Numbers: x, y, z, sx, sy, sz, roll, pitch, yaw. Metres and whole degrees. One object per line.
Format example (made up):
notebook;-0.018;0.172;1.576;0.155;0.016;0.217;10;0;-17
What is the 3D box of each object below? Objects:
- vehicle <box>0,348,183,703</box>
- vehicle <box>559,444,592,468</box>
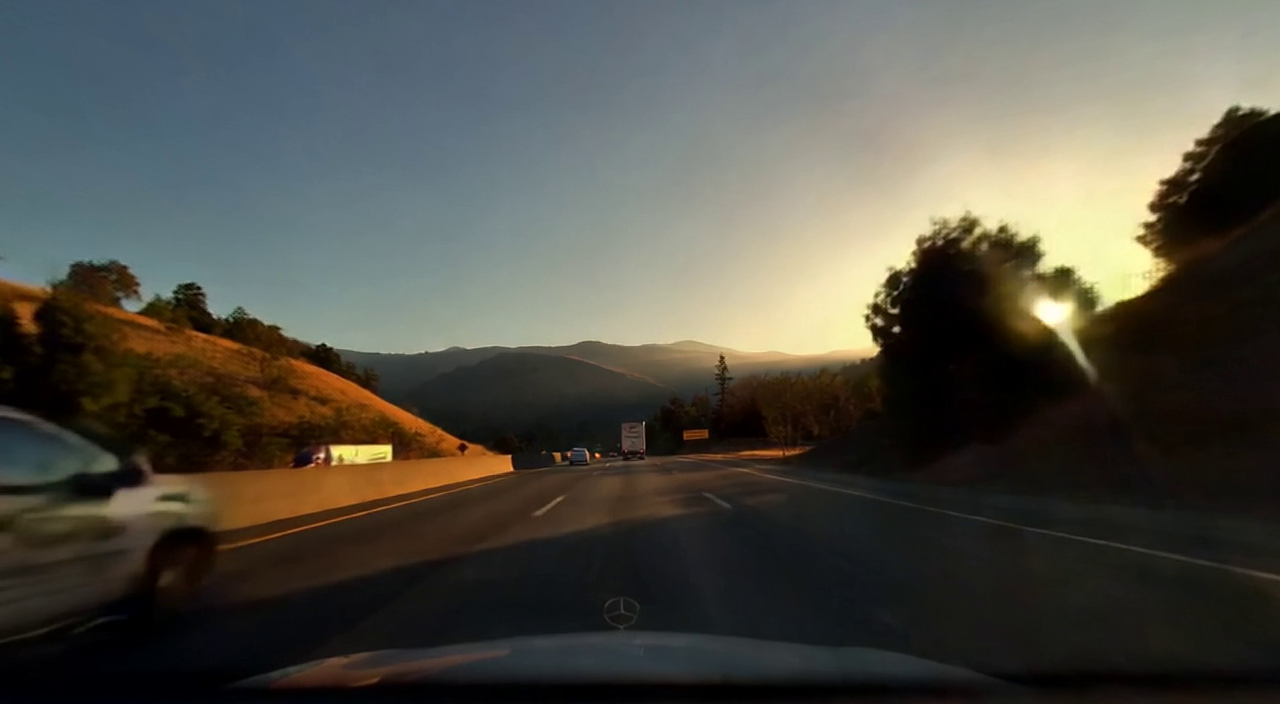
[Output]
vehicle;-3.795;0.667;1.492;2.160;1.691;4.243;0;-9;0
vehicle;-4.752;7.669;46.463;2.099;1.651;4.397;0;-9;-1
